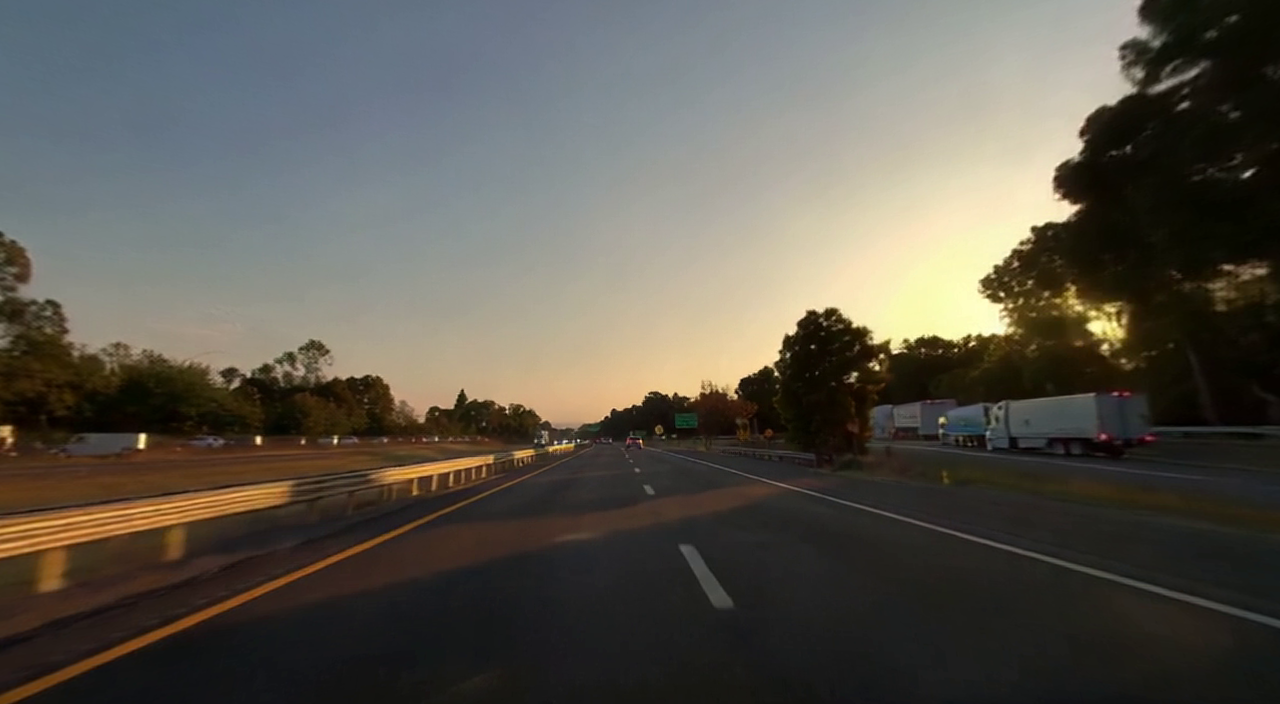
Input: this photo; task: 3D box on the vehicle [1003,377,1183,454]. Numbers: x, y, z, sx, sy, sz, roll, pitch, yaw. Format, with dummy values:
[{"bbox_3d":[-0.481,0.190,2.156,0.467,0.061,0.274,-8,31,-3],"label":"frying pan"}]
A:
[{"bbox_3d":[31.630,4.871,45.785,3.114,4.328,18.495,-5,-8,12],"label":"vehicle"}]
